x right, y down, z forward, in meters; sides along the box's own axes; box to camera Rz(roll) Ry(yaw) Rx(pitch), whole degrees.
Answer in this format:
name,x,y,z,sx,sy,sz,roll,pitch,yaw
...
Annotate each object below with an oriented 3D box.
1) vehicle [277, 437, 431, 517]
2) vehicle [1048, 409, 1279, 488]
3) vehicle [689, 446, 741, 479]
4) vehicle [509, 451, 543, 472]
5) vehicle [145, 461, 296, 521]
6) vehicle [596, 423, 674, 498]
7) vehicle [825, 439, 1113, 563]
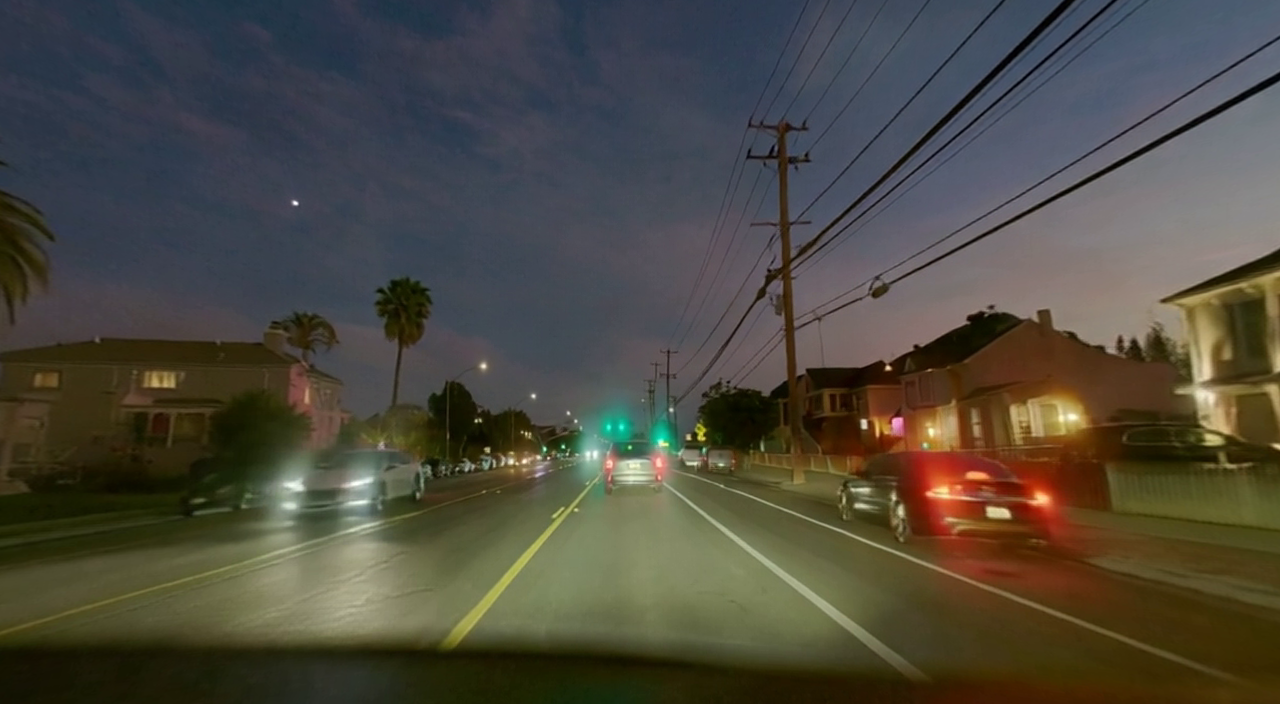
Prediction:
name,x,y,z,sx,sy,sz,roll,pitch,yaw
vehicle,-7.035,3.087,16.126,1.993,1.737,4.353,0,-9,-2
vehicle,13.539,2.424,15.921,4.749,1.699,2.311,-2,-9,0
vehicle,3.696,5.564,31.913,1.946,1.530,4.240,0,-9,-3
vehicle,-8.391,8.106,46.827,1.844,1.453,4.414,0,-9,-2
vehicle,-13.178,4.349,20.238,2.004,1.441,4.572,-4,-8,-4
vehicle,-0.293,3.365,19.882,2.168,2.040,4.527,0,-9,-4
vehicle,4.624,2.119,9.790,2.022,1.456,4.246,0,-9,-3
